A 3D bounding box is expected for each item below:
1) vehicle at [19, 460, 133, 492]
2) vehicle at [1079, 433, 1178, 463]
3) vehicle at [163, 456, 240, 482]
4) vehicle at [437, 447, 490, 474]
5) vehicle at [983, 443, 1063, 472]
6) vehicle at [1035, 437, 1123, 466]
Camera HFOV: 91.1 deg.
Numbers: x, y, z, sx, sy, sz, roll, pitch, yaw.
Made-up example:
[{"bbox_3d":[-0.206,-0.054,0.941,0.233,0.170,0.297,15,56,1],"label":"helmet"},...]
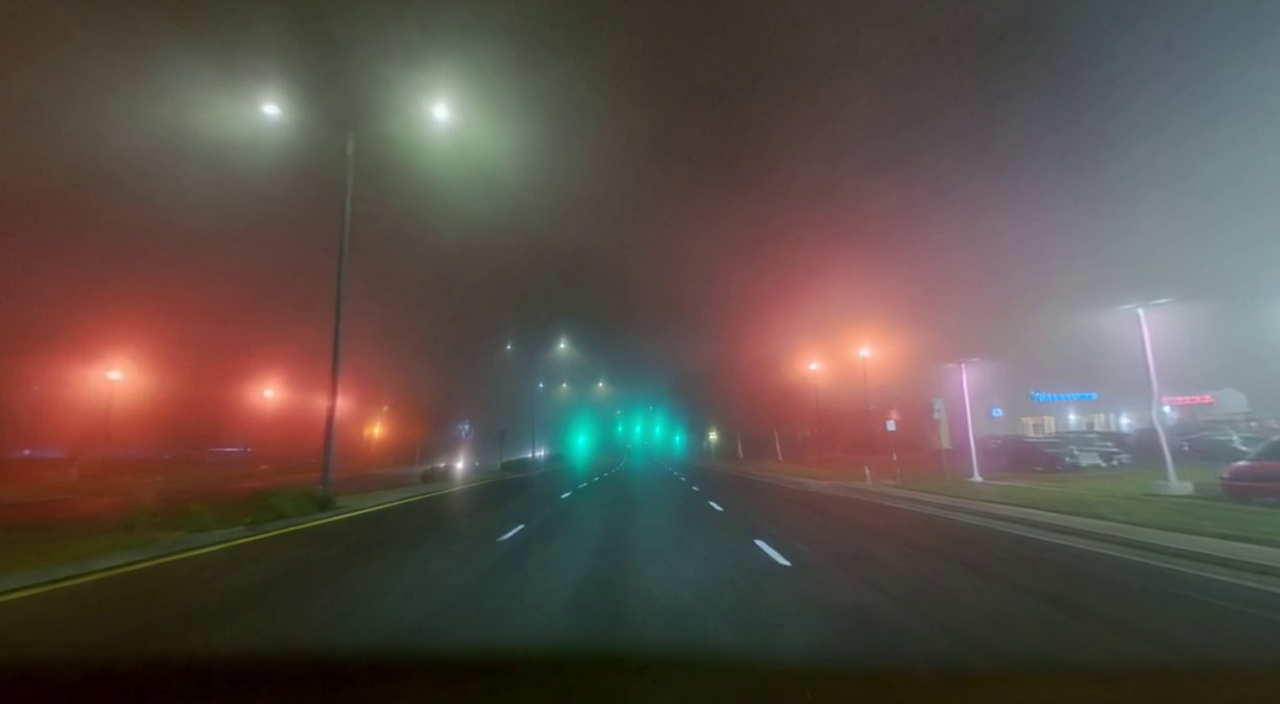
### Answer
[{"bbox_3d":[-30.707,6.753,34.399,4.400,1.524,1.849,6,-11,-37],"label":"vehicle"},{"bbox_3d":[28.392,5.629,36.717,1.898,1.609,4.864,0,-9,0],"label":"vehicle"},{"bbox_3d":[-31.052,8.277,44.570,4.351,1.547,1.998,3,-11,-34],"label":"vehicle"},{"bbox_3d":[-12.168,7.499,43.662,2.082,1.712,5.122,0,-9,1],"label":"vehicle"},{"bbox_3d":[22.943,6.301,37.818,2.025,1.586,4.486,-1,-8,0],"label":"vehicle"},{"bbox_3d":[25.833,5.874,37.141,1.908,1.617,4.452,0,-9,-2],"label":"vehicle"}]
